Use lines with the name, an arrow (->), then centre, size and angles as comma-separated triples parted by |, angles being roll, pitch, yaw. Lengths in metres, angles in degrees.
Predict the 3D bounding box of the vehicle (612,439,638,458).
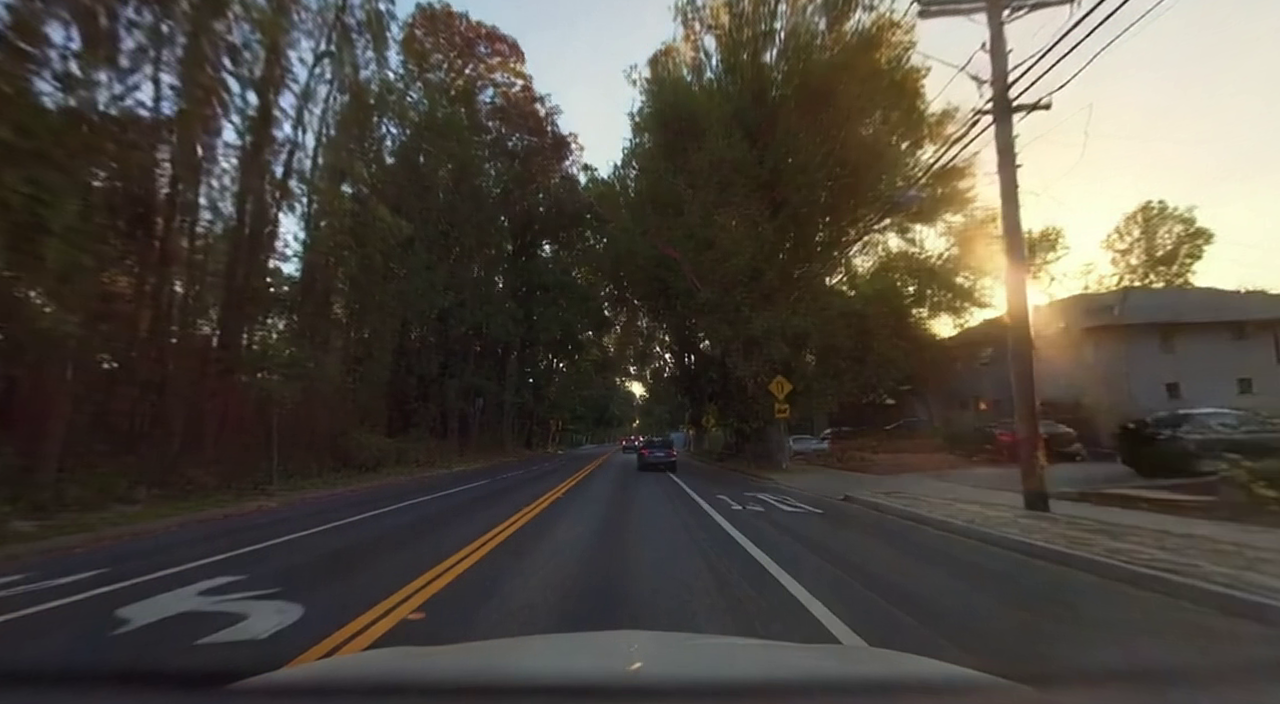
vehicle -> -1.153, 7.573, 49.342 | 1.927, 1.453, 3.848 | 0, -8, -1

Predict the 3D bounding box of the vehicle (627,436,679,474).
vehicle -> 0.465, 4.345, 26.773 | 1.975, 1.497, 3.647 | 0, -8, -3

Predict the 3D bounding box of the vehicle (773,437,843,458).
vehicle -> 12.244, 6.983, 46.051 | 4.551, 1.465, 1.927 | 0, -8, 1
